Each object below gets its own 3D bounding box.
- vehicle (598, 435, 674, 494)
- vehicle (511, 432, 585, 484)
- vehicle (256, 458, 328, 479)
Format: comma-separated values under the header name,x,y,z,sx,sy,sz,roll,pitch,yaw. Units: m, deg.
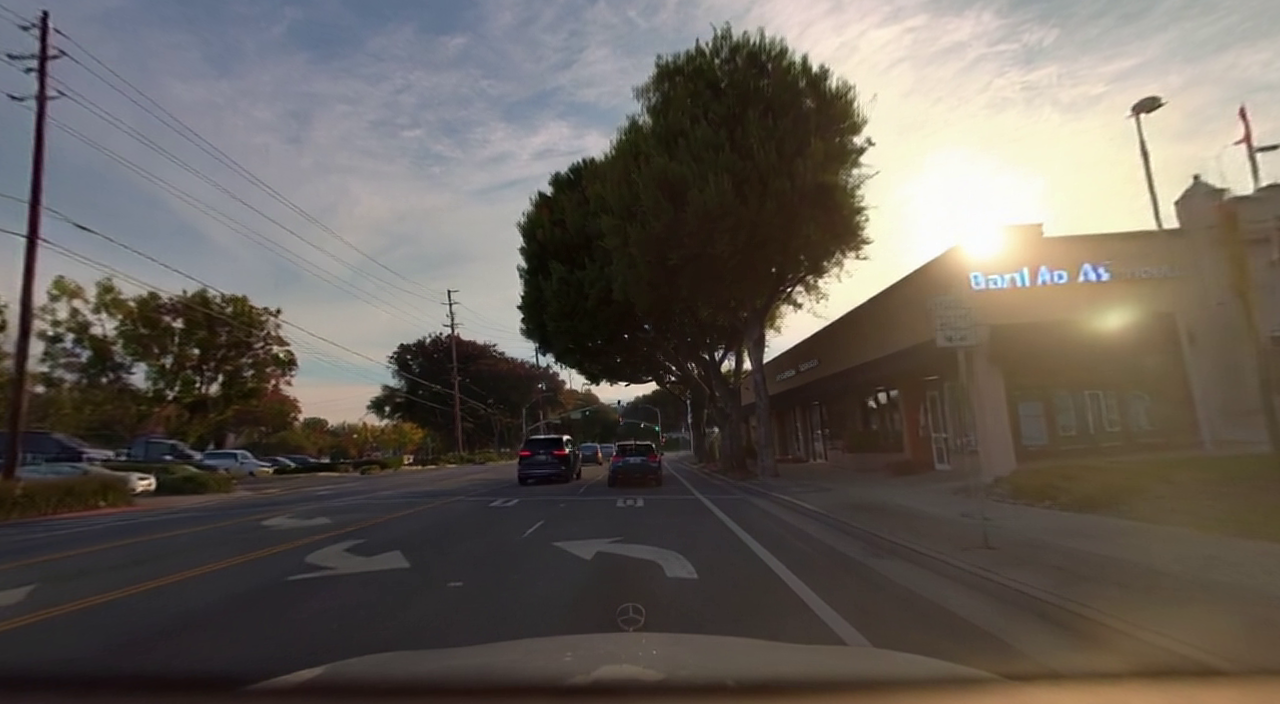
name,x,y,z,sx,sy,sz,roll,pitch,yaw
vehicle,-0.117,3.455,19.774,2.108,1.612,4.246,0,-8,0
vehicle,-3.525,4.183,25.212,2.064,1.859,5.154,0,-8,1
vehicle,-26.405,8.814,47.874,4.553,1.479,1.768,-1,-9,7
